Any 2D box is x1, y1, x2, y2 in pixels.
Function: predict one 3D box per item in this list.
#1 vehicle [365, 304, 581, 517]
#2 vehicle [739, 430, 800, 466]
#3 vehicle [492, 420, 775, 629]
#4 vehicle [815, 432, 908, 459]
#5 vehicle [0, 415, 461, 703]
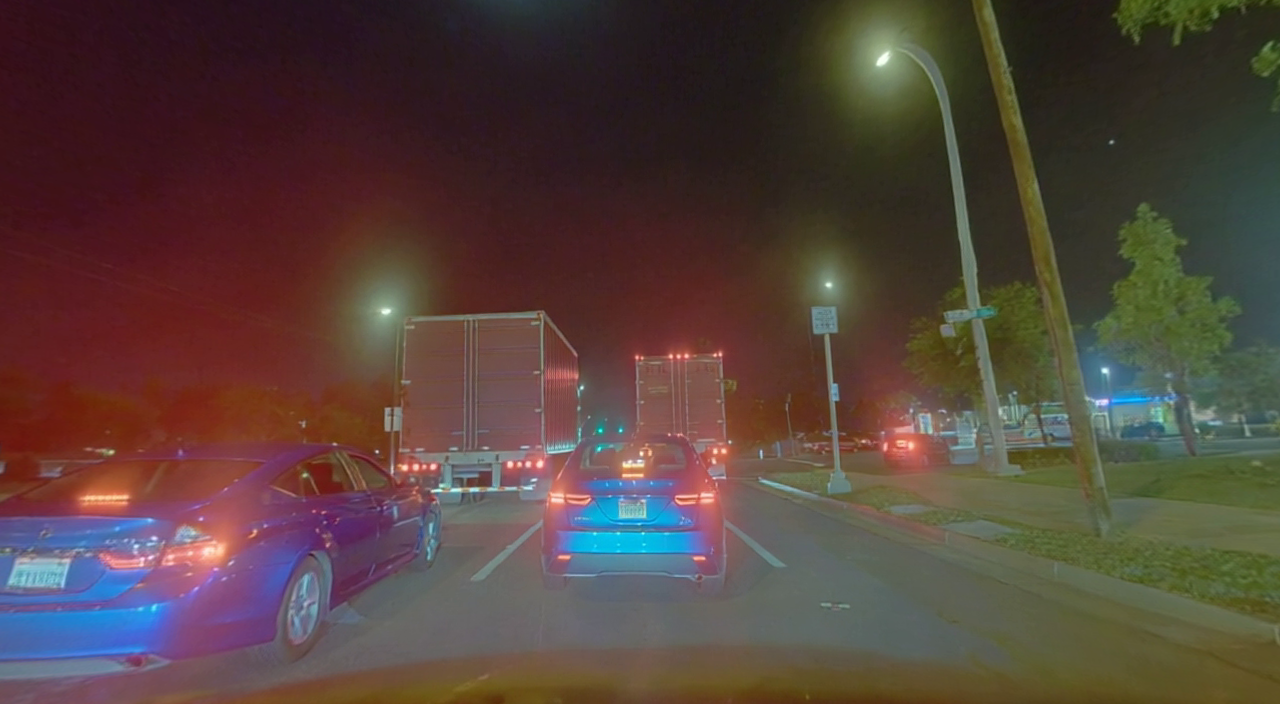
[{"bbox_3d":[-3.277,1.527,14.747,3.020,3.800,7.105,0,-8,0],"label":"vehicle"},{"bbox_3d":[6.960,5.231,34.281,2.061,1.845,4.829,0,-8,-3],"label":"vehicle"},{"bbox_3d":[-0.109,1.569,6.721,2.067,1.506,4.118,0,-8,-2],"label":"vehicle"},{"bbox_3d":[12.562,5.345,35.811,4.574,1.478,1.880,-1,-8,4],"label":"vehicle"},{"bbox_3d":[-3.103,1.361,5.165,1.969,1.471,4.378,0,-8,0],"label":"vehicle"}]
